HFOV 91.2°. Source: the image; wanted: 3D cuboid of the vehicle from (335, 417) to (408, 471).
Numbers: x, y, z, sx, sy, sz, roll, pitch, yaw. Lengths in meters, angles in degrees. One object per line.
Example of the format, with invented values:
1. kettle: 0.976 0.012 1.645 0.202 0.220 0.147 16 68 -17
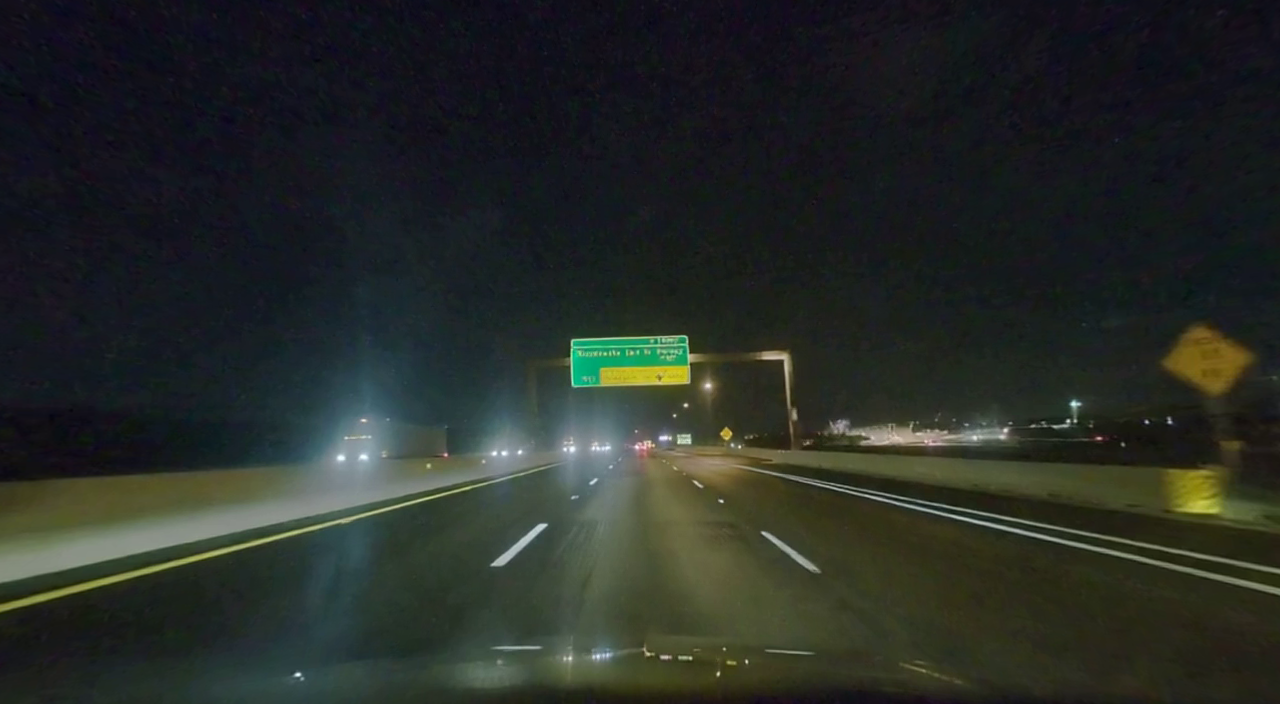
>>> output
1. vehicle: -20.773 7.199 49.036 2.951 3.866 6.101 0 -8 0
